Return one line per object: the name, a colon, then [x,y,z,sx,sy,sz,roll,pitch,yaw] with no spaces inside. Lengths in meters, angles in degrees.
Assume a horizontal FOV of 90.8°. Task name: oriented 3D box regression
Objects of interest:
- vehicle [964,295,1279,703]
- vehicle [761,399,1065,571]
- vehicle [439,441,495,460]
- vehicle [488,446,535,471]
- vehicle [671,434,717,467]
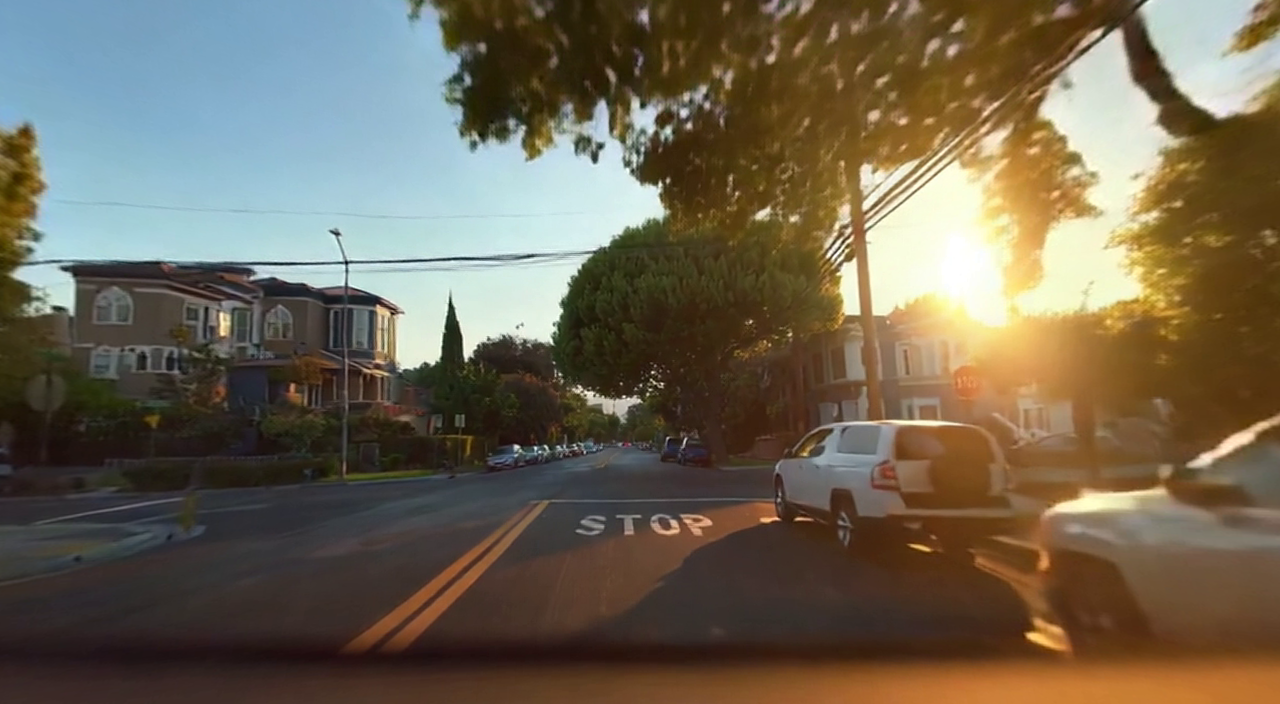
vehicle: [3.192,0.681,2.032,1.993,1.778,4.311,0,-9,0]
vehicle: [3.165,1.654,8.567,2.035,1.708,4.355,0,-9,-2]
vehicle: [-13.612,7.781,49.872,3.905,1.480,1.892,0,-9,-2]
vehicle: [-7.369,6.125,36.566,1.926,1.307,3.909,0,-8,0]
vehicle: [2.951,5.507,35.422,2.114,1.708,4.474,0,-8,-1]
